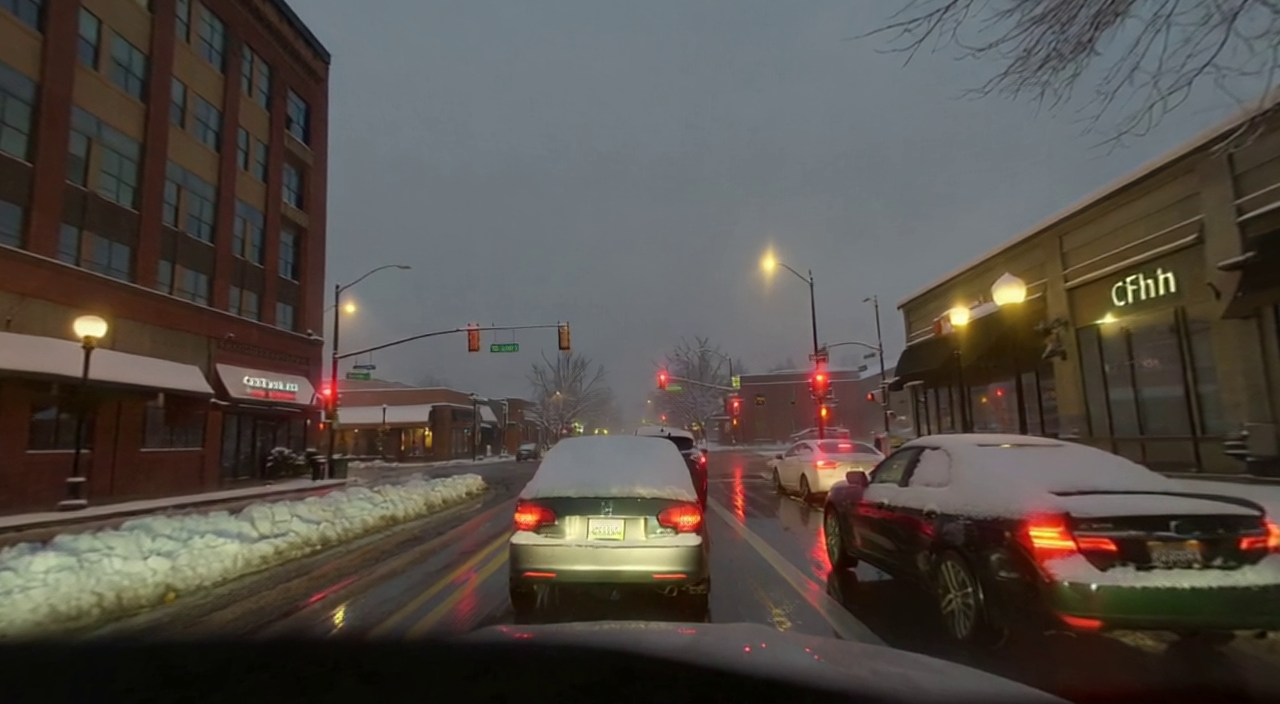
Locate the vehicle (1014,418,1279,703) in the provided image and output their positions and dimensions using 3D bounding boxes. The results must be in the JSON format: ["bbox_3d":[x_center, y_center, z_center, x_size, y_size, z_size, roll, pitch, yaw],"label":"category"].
[{"bbox_3d":[3.176,0.824,1.150,2.006,1.496,4.767,0,-8,-1],"label":"vehicle"}]

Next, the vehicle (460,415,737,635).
[{"bbox_3d":[-0.284,1.456,6.237,1.888,1.489,3.703,0,-8,0],"label":"vehicle"}]

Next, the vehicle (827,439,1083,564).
[{"bbox_3d":[4.527,2.157,10.045,1.912,1.505,4.618,-1,-8,3],"label":"vehicle"}]
